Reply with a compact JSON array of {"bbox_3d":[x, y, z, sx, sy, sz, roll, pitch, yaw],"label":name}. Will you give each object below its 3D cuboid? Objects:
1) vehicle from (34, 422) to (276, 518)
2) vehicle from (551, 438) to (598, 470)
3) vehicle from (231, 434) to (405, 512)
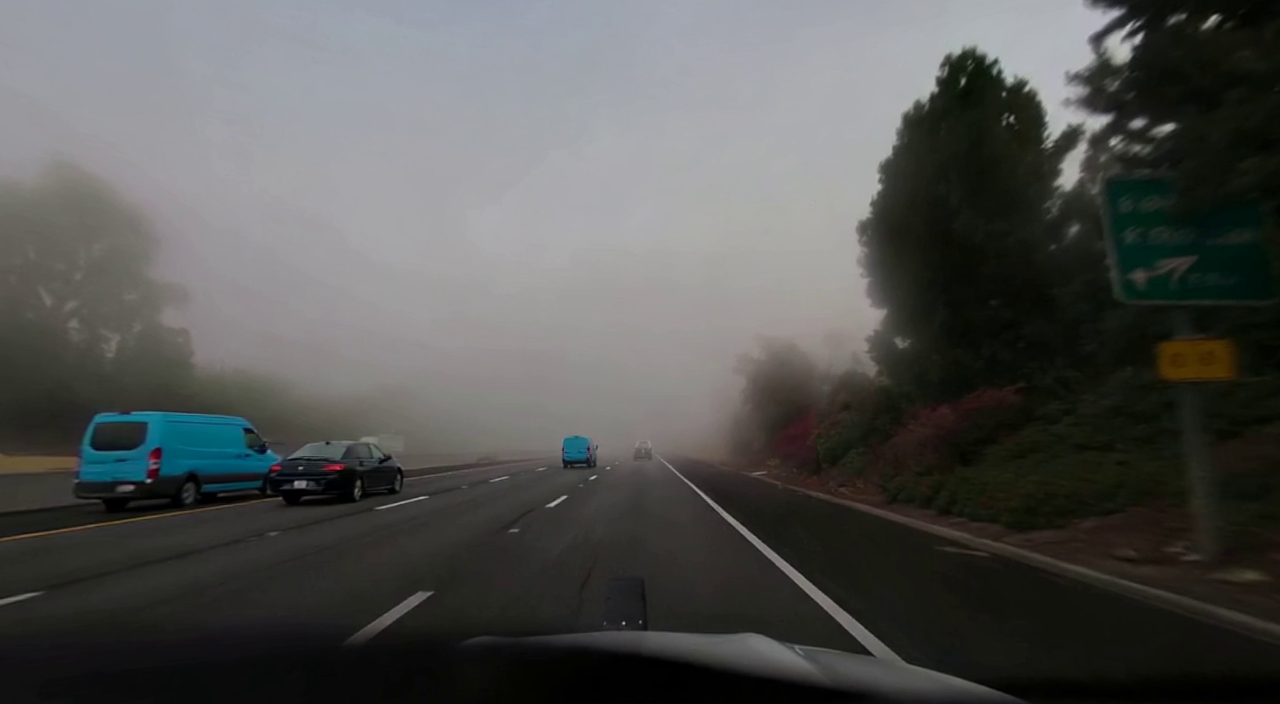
[{"bbox_3d":[-10.837,2.650,14.672,1.977,1.870,4.525,0,-8,0],"label":"vehicle"},{"bbox_3d":[-4.044,6.401,39.813,2.313,1.852,4.775,0,-8,2],"label":"vehicle"},{"bbox_3d":[-7.455,2.820,15.172,2.014,1.598,4.015,0,-8,1],"label":"vehicle"}]
